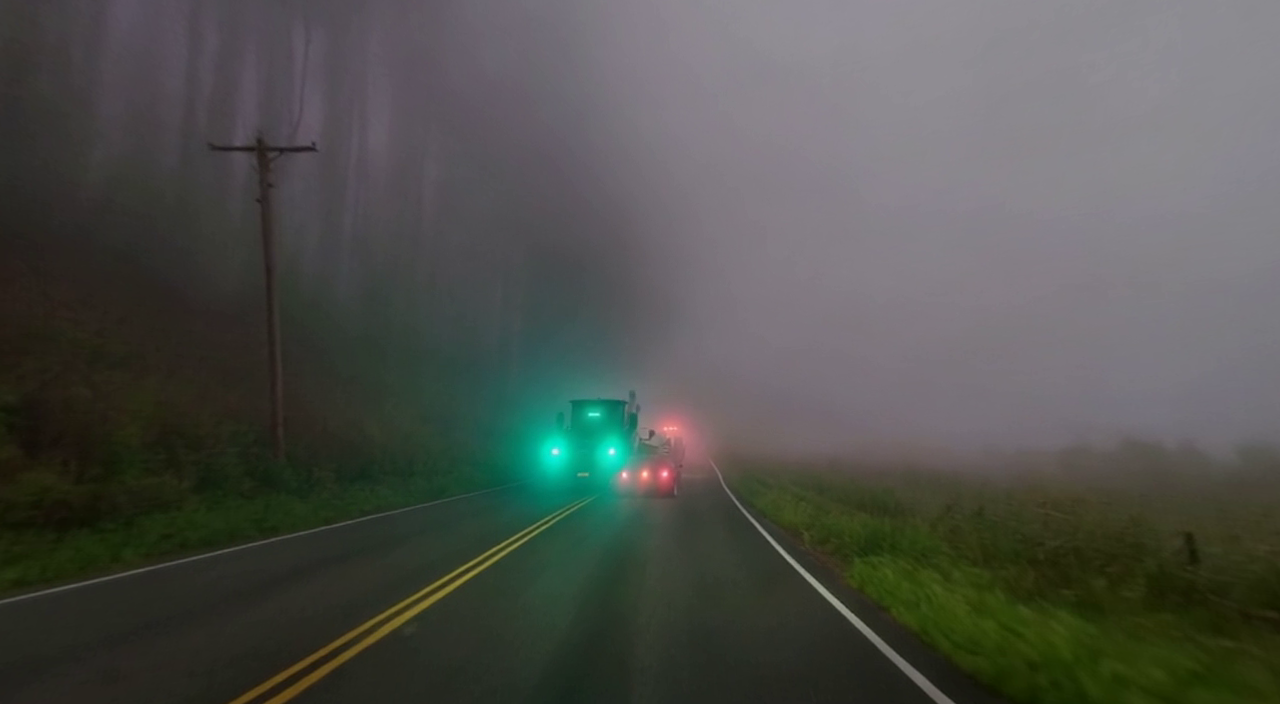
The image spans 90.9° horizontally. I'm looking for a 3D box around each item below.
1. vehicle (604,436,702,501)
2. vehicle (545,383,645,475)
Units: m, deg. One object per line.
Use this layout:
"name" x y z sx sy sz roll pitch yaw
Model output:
"vehicle" 0.392 2.947 16.397 2.196 1.465 4.294 0 -8 3
"vehicle" -2.538 4.410 34.618 4.788 4.368 6.529 3 -11 -6
